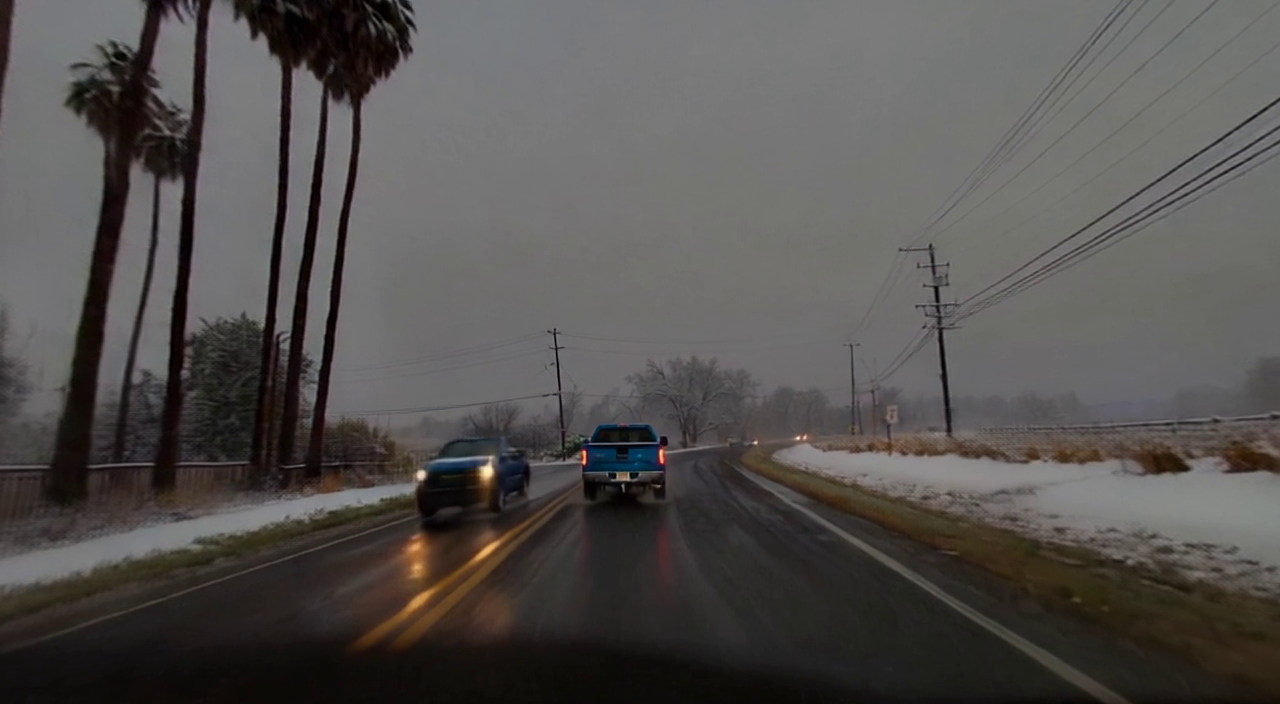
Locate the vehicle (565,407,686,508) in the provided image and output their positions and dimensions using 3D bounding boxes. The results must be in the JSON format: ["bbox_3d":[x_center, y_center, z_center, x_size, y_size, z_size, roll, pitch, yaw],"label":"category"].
[{"bbox_3d":[-0.358,2.792,17.099,2.693,2.223,5.885,0,-9,-1],"label":"vehicle"}]

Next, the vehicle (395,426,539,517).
[{"bbox_3d":[-4.183,2.987,16.330,2.276,1.965,5.009,0,-9,0],"label":"vehicle"}]
